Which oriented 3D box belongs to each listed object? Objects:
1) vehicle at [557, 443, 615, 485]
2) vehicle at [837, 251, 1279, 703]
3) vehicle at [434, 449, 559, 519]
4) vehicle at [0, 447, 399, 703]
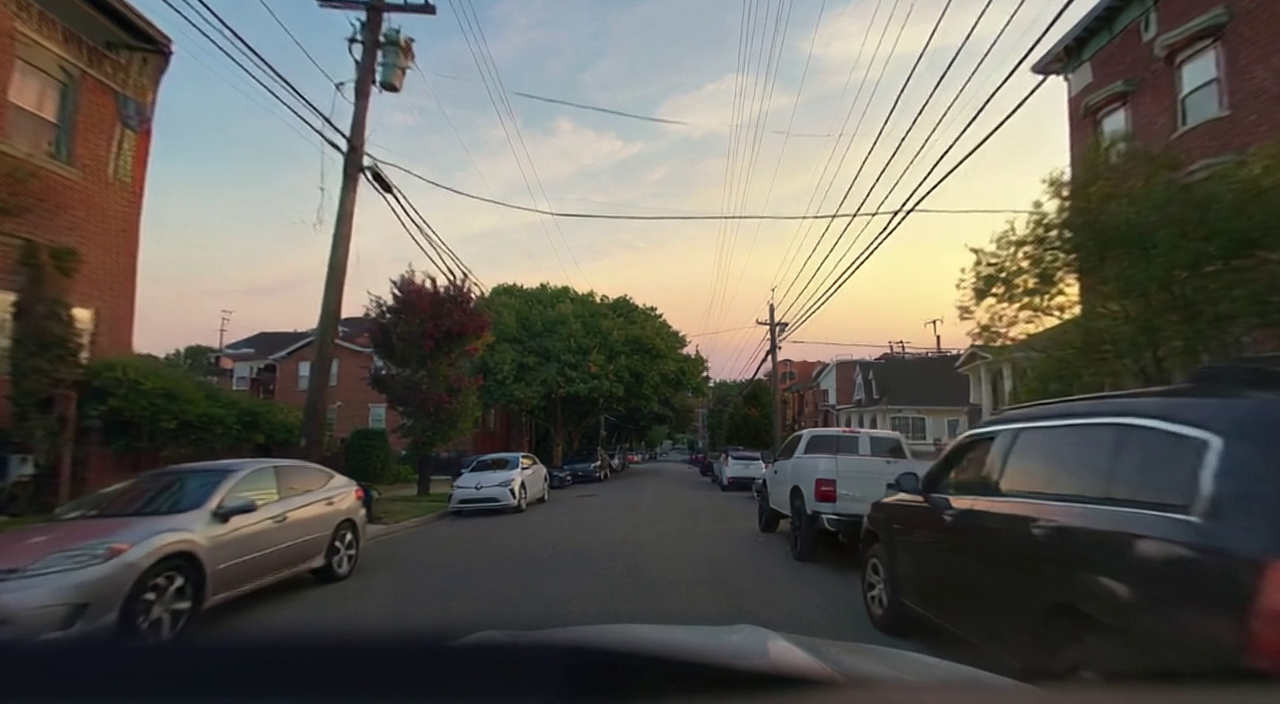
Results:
[{"bbox_3d":[-2.638,5.618,32.165,2.280,1.953,5.092,-1,-9,3],"label":"vehicle"},{"bbox_3d":[2.672,0.958,3.323,1.992,1.853,4.704,-1,-9,4],"label":"vehicle"},{"bbox_3d":[-3.580,3.384,16.781,1.988,1.541,4.686,-1,-9,3],"label":"vehicle"},{"bbox_3d":[-4.225,1.687,6.067,1.796,1.532,4.244,-1,-9,6],"label":"vehicle"}]
